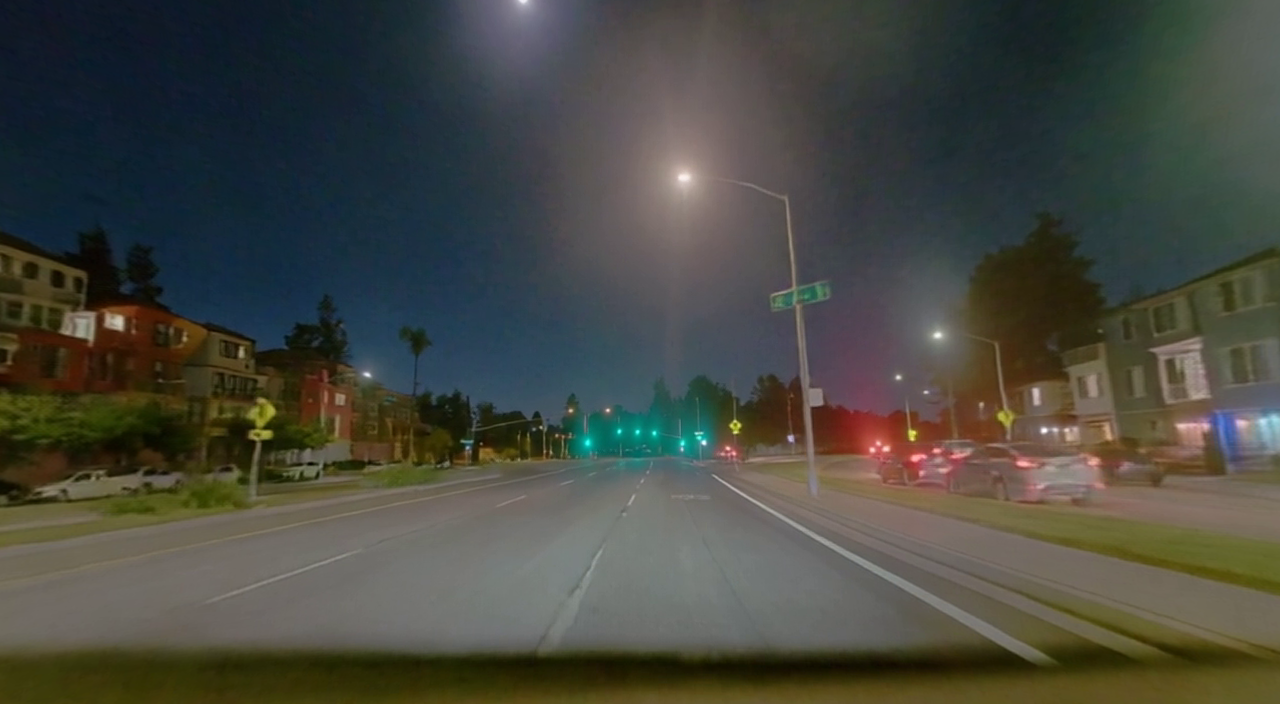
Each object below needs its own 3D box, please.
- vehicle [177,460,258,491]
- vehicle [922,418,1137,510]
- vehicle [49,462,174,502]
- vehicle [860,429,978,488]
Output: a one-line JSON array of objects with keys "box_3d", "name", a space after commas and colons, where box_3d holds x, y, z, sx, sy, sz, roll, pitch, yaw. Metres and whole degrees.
[{"box_3d": [-27.444, 8.112, 41.231, 1.936, 1.723, 4.573, -4, -13, 3], "name": "vehicle"}, {"box_3d": [8.964, 2.820, 15.200, 1.923, 1.741, 4.683, -3, -13, -2], "name": "vehicle"}, {"box_3d": [-27.854, 6.843, 33.586, 2.076, 1.815, 4.985, -1, -9, 4], "name": "vehicle"}, {"box_3d": [9.053, 3.636, 21.003, 2.004, 1.476, 4.588, -4, -14, 3], "name": "vehicle"}]
